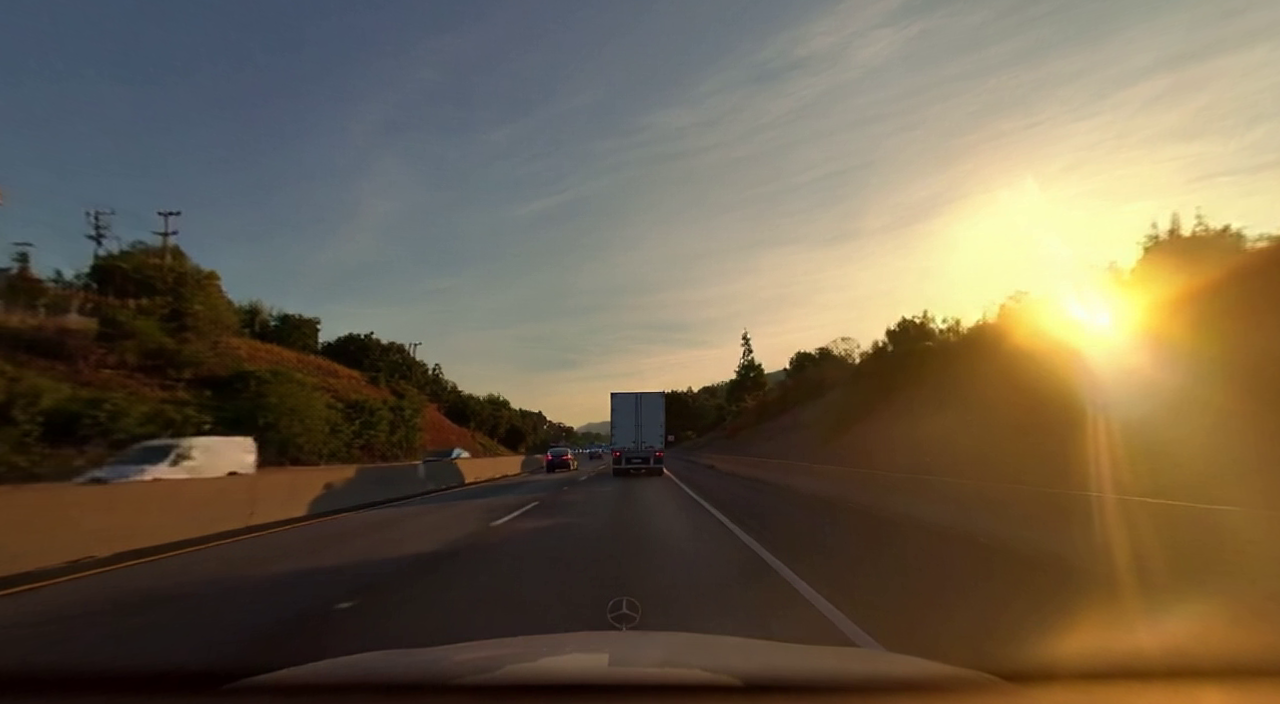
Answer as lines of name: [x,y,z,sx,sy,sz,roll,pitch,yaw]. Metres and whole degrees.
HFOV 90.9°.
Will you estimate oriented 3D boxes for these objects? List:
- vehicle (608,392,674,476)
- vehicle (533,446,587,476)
vehicle: [-0.004,4.506,33.663,2.959,3.828,9.617,0,-9,-1]
vehicle: [-4.160,5.777,33.597,2.206,1.478,4.824,0,-9,0]
